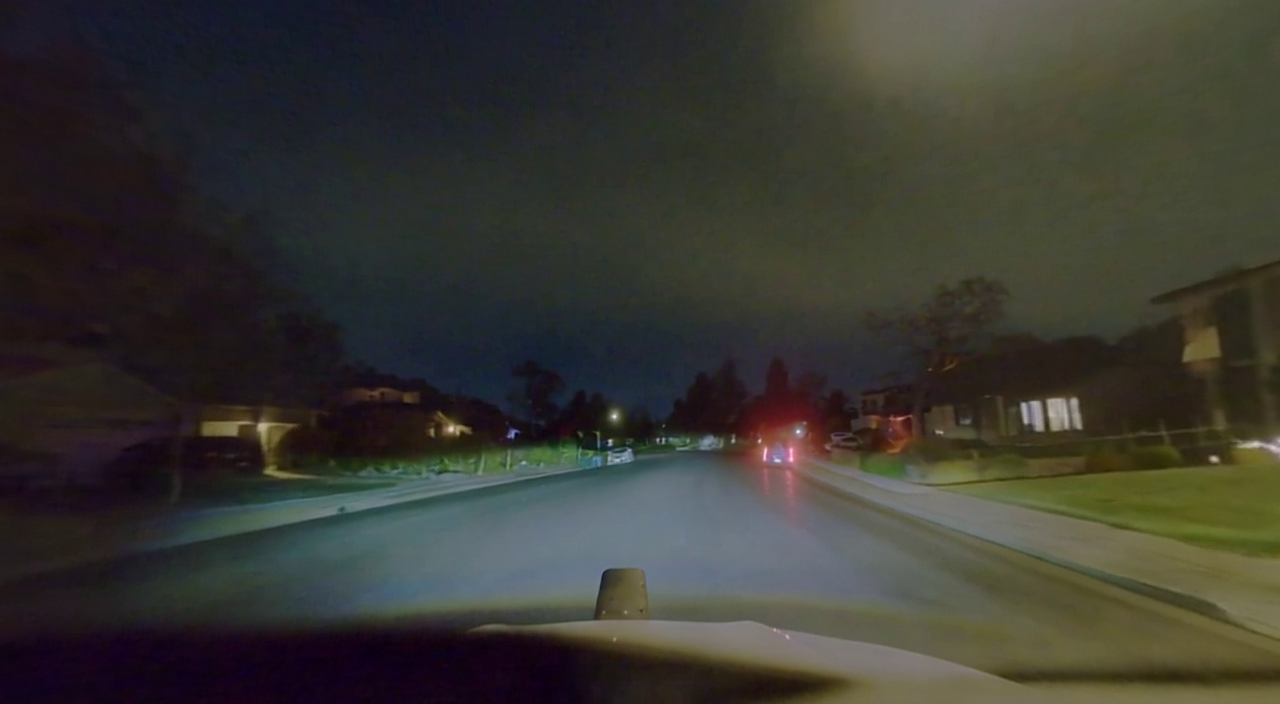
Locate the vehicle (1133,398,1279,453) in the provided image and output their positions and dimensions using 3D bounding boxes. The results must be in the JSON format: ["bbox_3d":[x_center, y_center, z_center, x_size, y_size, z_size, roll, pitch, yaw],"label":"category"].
[{"bbox_3d":[20.009,2.588,21.791,1.830,1.698,4.624,1,-8,-6],"label":"vehicle"}]

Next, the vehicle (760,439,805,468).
[{"bbox_3d":[7.832,5.600,34.993,2.129,1.490,4.369,-1,-9,9],"label":"vehicle"}]
